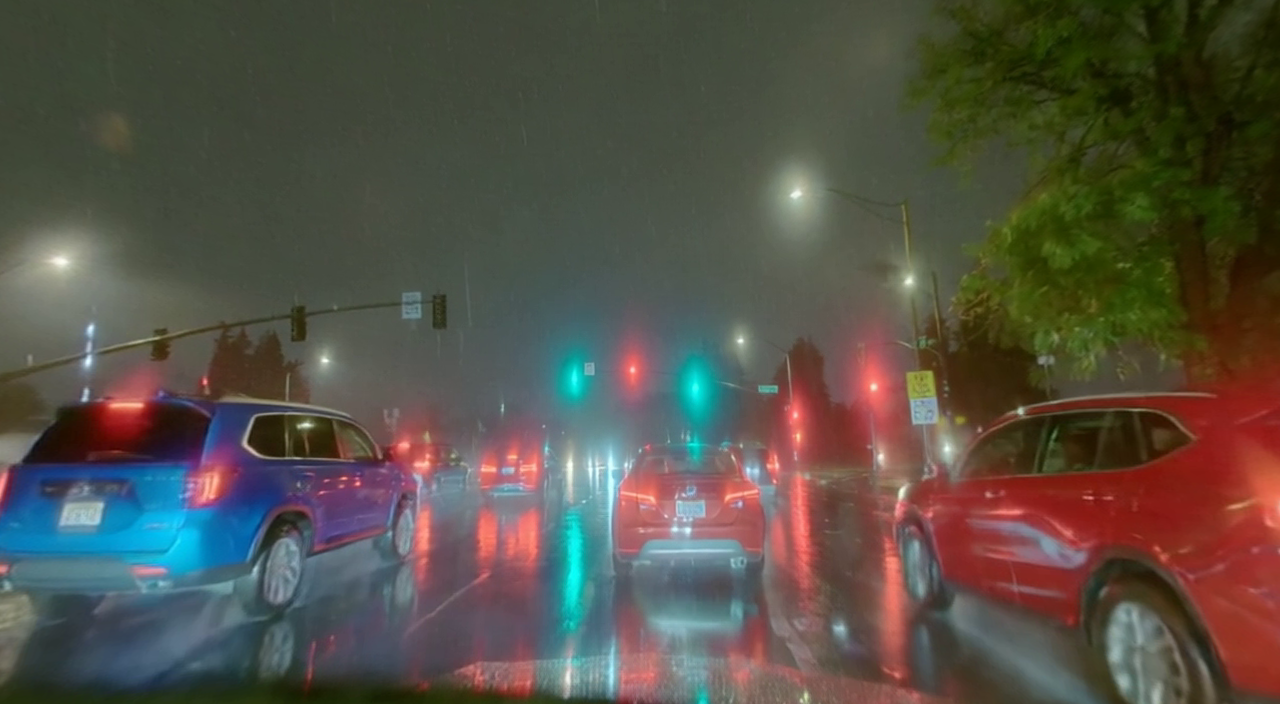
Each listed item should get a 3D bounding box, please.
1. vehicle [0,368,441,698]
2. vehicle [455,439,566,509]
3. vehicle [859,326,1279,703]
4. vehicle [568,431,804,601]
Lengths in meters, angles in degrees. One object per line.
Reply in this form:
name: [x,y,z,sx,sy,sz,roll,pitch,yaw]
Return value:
vehicle: [-3.453,1.284,5.600,1.889,1.767,4.289,0,-8,1]
vehicle: [-3.079,2.981,15.813,1.868,1.516,4.114,0,-8,1]
vehicle: [3.088,1.055,3.837,1.880,1.747,4.500,0,-8,0]
vehicle: [0.371,1.718,7.477,2.051,1.460,3.932,0,-8,-1]
